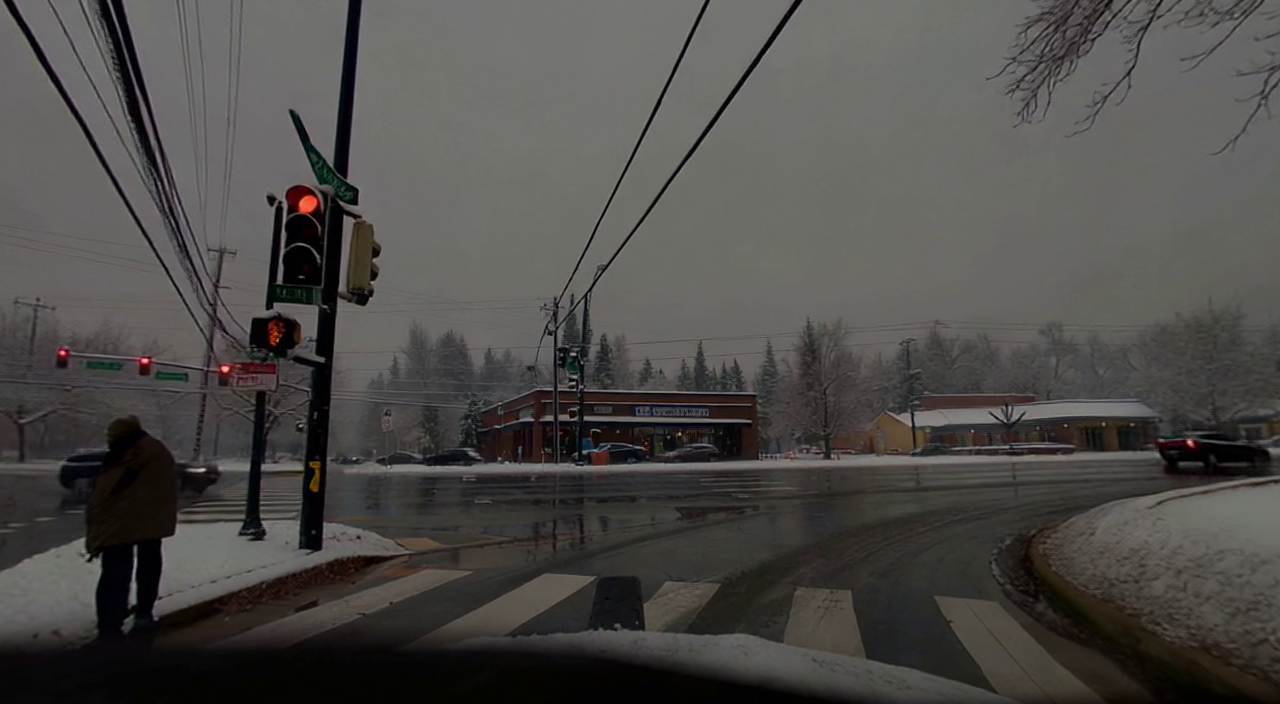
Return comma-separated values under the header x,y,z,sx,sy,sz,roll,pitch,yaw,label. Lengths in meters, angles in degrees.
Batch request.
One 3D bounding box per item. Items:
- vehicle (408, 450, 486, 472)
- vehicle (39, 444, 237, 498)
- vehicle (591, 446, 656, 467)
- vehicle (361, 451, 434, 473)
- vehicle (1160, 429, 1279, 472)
x,y,z,sx,sy,sz,roll,pitch,yaw,label
-13.251,7.482,43.410,4.837,1.407,1.818,4,-9,-26,vehicle
-14.979,3.503,18.949,4.700,1.479,2.095,-2,-9,14,vehicle
-1.159,7.546,45.810,4.391,1.451,1.717,4,-9,-26,vehicle
-17.298,7.840,45.071,4.623,1.471,1.805,4,-9,-26,vehicle
24.377,4.091,26.410,4.530,1.648,2.075,4,-9,-24,vehicle
